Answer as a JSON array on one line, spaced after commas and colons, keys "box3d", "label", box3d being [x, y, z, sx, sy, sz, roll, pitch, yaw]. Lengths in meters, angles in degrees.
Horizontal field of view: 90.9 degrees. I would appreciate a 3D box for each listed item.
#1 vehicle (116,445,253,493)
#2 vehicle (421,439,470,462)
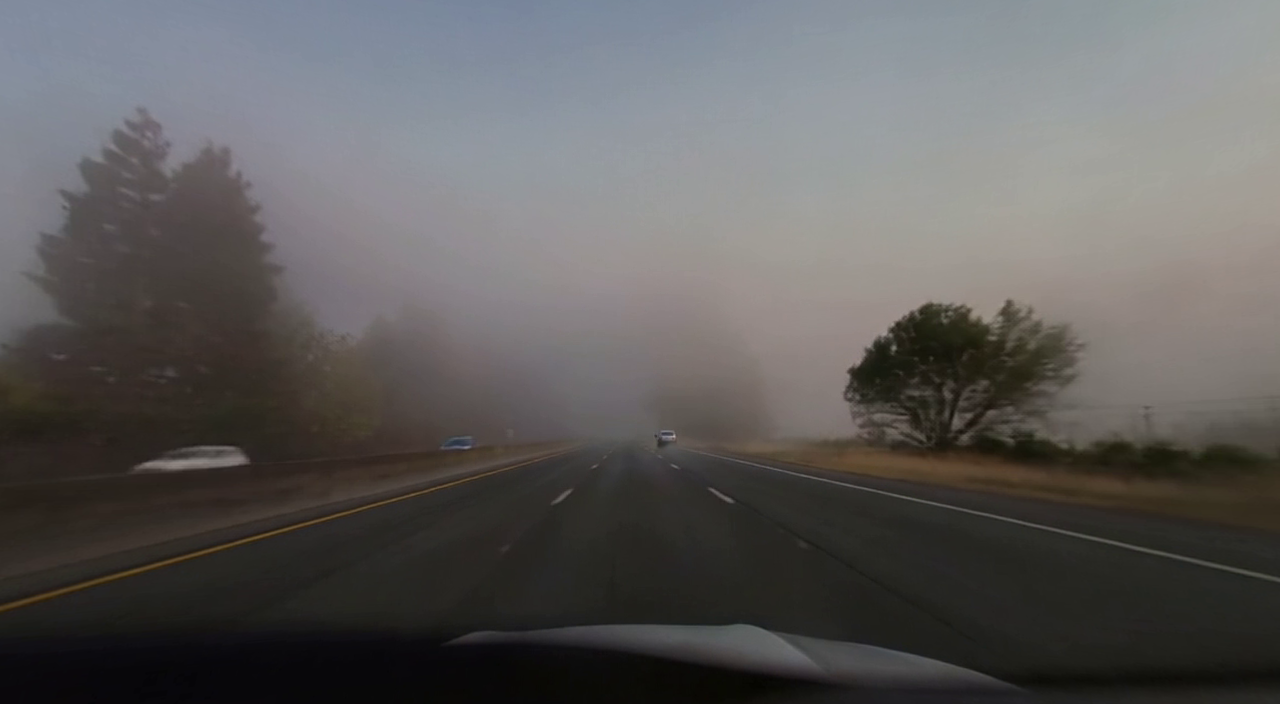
[{"box3d": [-16.541, 4.224, 23.207, 1.860, 1.515, 4.377, 0, -8, -2], "label": "vehicle"}, {"box3d": [-12.975, 6.560, 42.273, 1.972, 1.439, 4.298, 0, -8, -1], "label": "vehicle"}]
